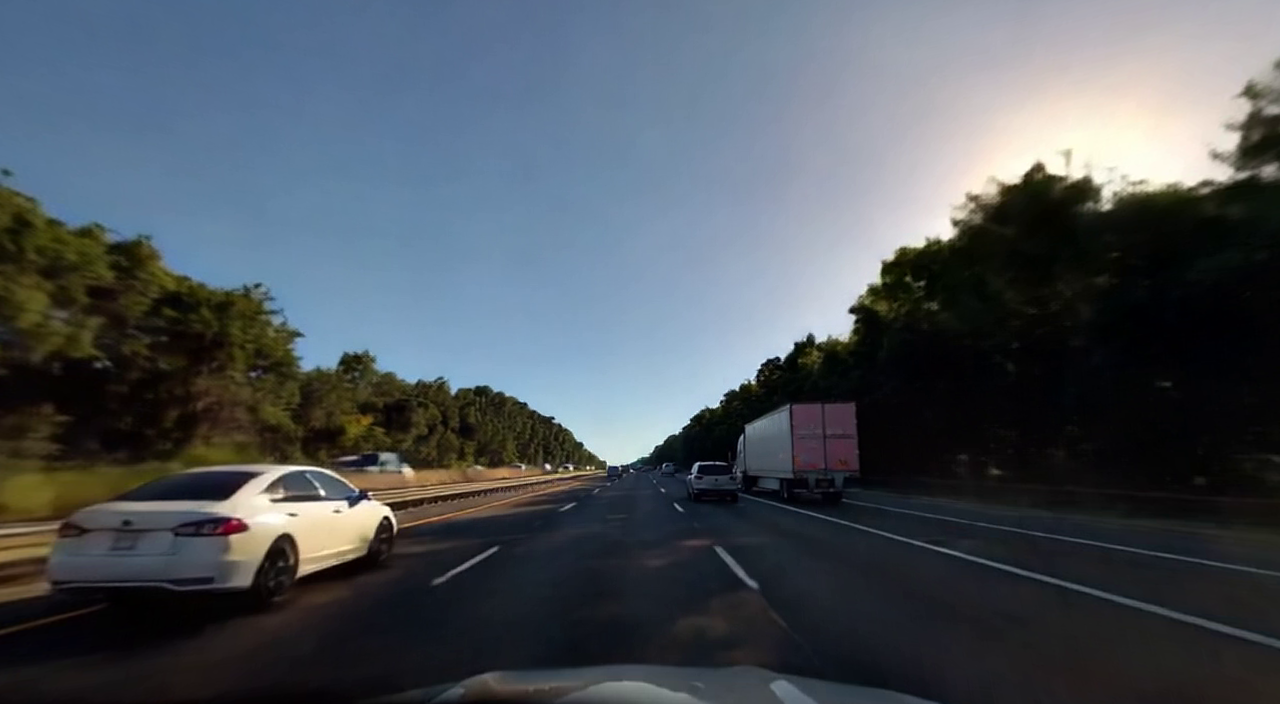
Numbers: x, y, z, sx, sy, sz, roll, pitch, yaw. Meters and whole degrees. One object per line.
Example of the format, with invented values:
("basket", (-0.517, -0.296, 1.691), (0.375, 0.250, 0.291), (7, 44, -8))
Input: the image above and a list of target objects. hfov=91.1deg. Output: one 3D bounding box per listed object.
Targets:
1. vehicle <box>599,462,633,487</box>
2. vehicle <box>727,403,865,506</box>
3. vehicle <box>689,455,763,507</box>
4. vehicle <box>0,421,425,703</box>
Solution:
("vehicle", (-1.527, 8.123, 41.817), (2.025, 1.547, 4.150), (1, -10, 0))
("vehicle", (7.503, 5.690, 34.092), (2.861, 4.086, 17.499), (1, -10, -1))
("vehicle", (3.115, 4.792, 23.645), (2.050, 1.708, 4.457), (1, -10, -1))
("vehicle", (-3.794, 1.522, 5.588), (2.065, 1.485, 4.682), (1, -10, 0))
